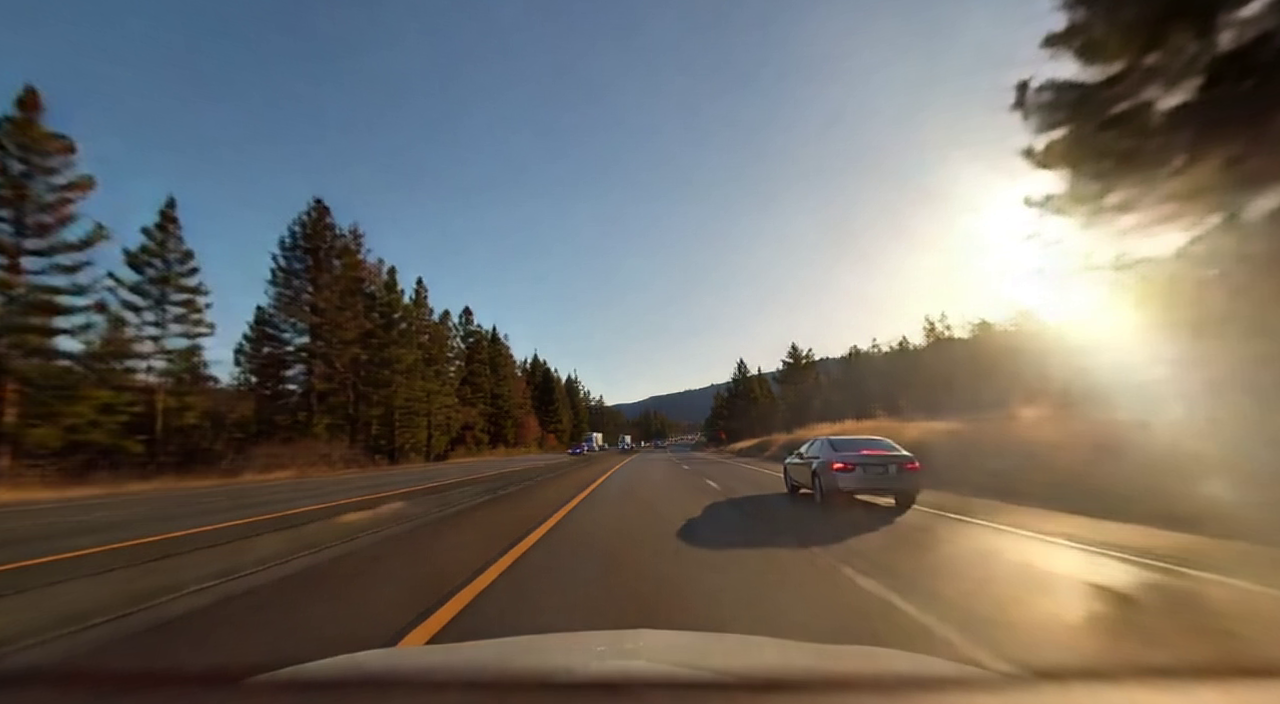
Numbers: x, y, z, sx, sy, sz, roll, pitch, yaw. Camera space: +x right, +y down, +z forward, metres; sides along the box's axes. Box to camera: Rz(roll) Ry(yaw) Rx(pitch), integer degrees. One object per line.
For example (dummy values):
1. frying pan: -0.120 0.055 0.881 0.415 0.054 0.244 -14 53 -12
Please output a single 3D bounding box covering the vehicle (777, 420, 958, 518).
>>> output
1. vehicle: 4.579 2.431 13.696 2.098 1.703 4.862 0 -8 0
